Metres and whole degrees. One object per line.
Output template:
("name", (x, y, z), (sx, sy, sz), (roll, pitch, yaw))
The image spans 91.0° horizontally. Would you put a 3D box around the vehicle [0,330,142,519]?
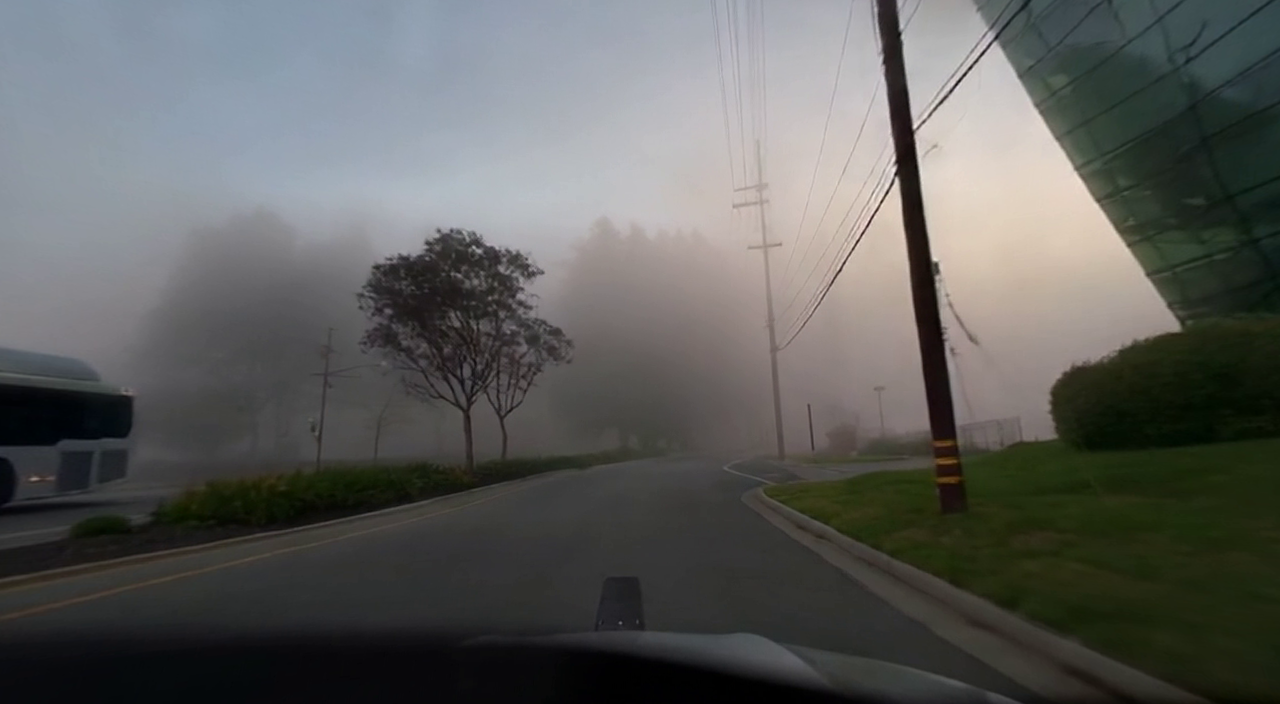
("vehicle", (-15.416, 1.244, 11.499), (3.014, 4.047, 11.442), (0, -9, 1))
